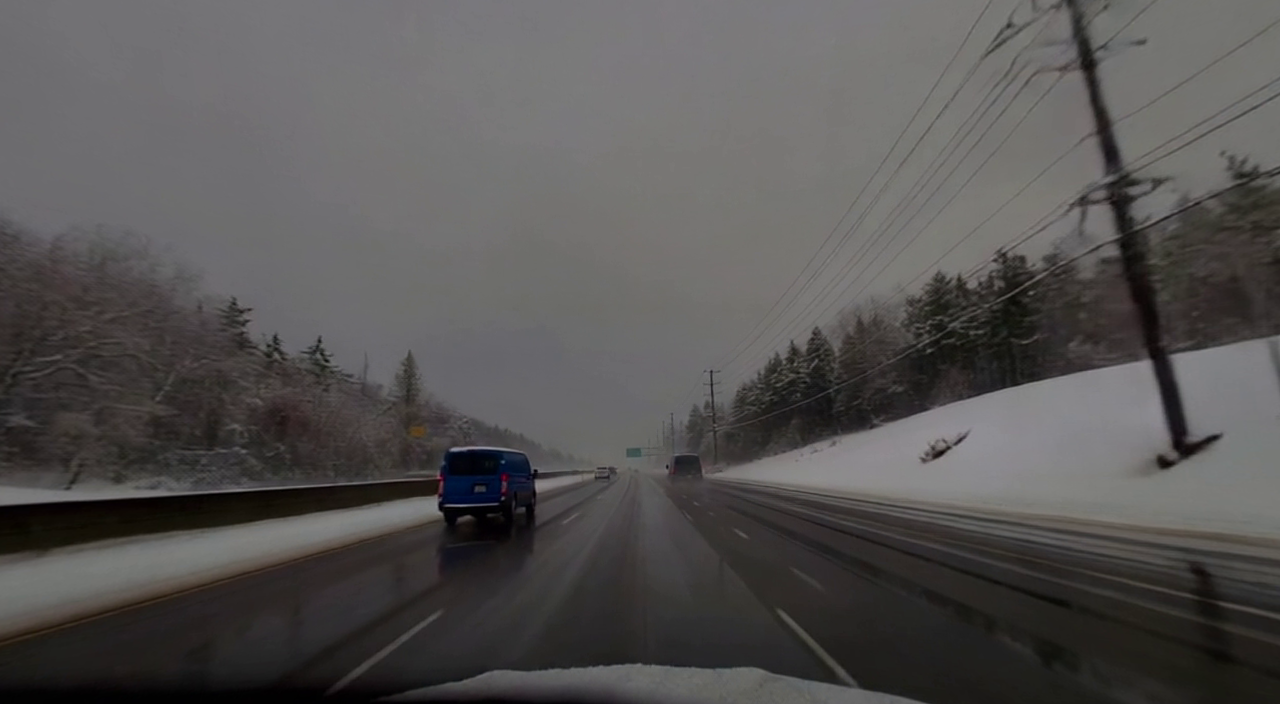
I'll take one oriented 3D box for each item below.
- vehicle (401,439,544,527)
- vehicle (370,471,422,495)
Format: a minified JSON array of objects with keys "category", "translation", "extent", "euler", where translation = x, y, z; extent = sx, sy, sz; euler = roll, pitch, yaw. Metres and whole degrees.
[{"category":"vehicle","translation":[-3.798,3.129,15.349],"extent":[2.153,1.756,4.730],"euler":[1,-10,0]},{"category":"vehicle","translation":[-16.609,8.893,43.038],"extent":[1.846,1.505,4.196],"euler":[1,-10,0]}]
